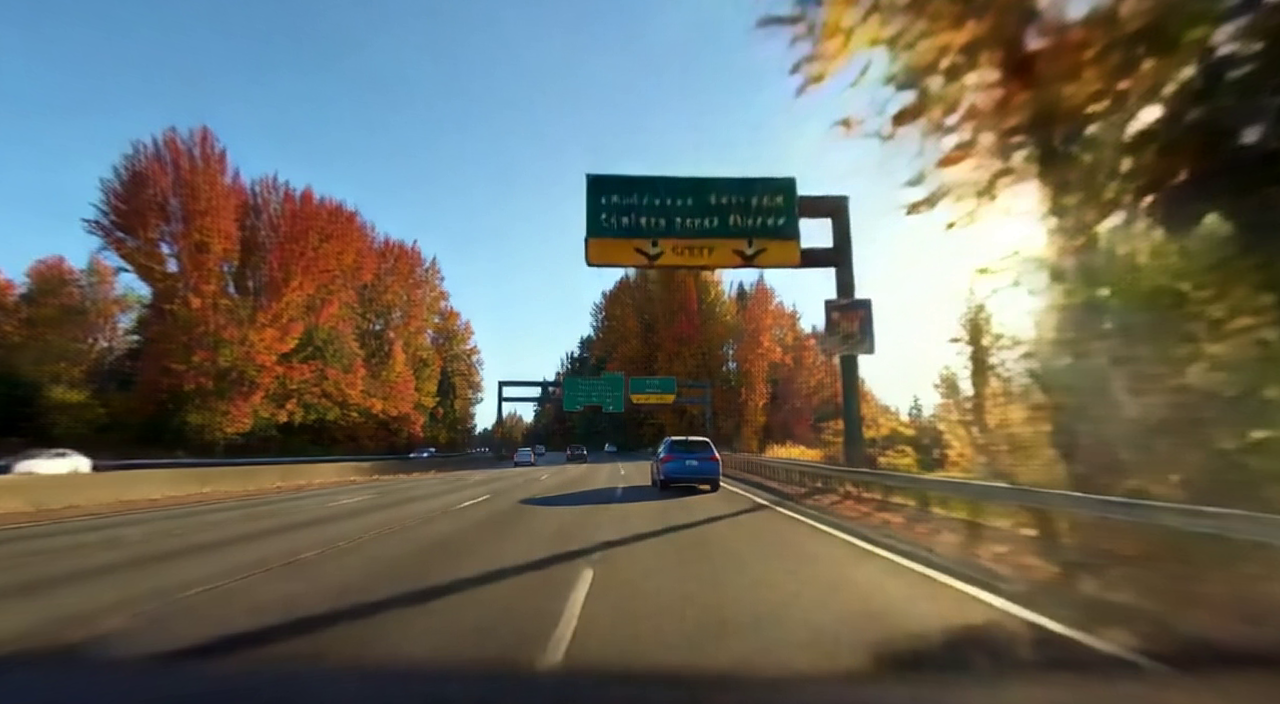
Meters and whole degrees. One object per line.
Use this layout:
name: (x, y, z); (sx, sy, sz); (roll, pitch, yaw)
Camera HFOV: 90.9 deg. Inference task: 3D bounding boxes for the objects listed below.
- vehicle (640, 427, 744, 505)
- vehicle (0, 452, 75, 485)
vehicle: (1.156, 2.852, 16.185); (2.120, 1.706, 4.226); (0, -8, -2)
vehicle: (-31.329, 5.795, 31.596); (1.835, 1.492, 4.512); (0, -8, -1)
